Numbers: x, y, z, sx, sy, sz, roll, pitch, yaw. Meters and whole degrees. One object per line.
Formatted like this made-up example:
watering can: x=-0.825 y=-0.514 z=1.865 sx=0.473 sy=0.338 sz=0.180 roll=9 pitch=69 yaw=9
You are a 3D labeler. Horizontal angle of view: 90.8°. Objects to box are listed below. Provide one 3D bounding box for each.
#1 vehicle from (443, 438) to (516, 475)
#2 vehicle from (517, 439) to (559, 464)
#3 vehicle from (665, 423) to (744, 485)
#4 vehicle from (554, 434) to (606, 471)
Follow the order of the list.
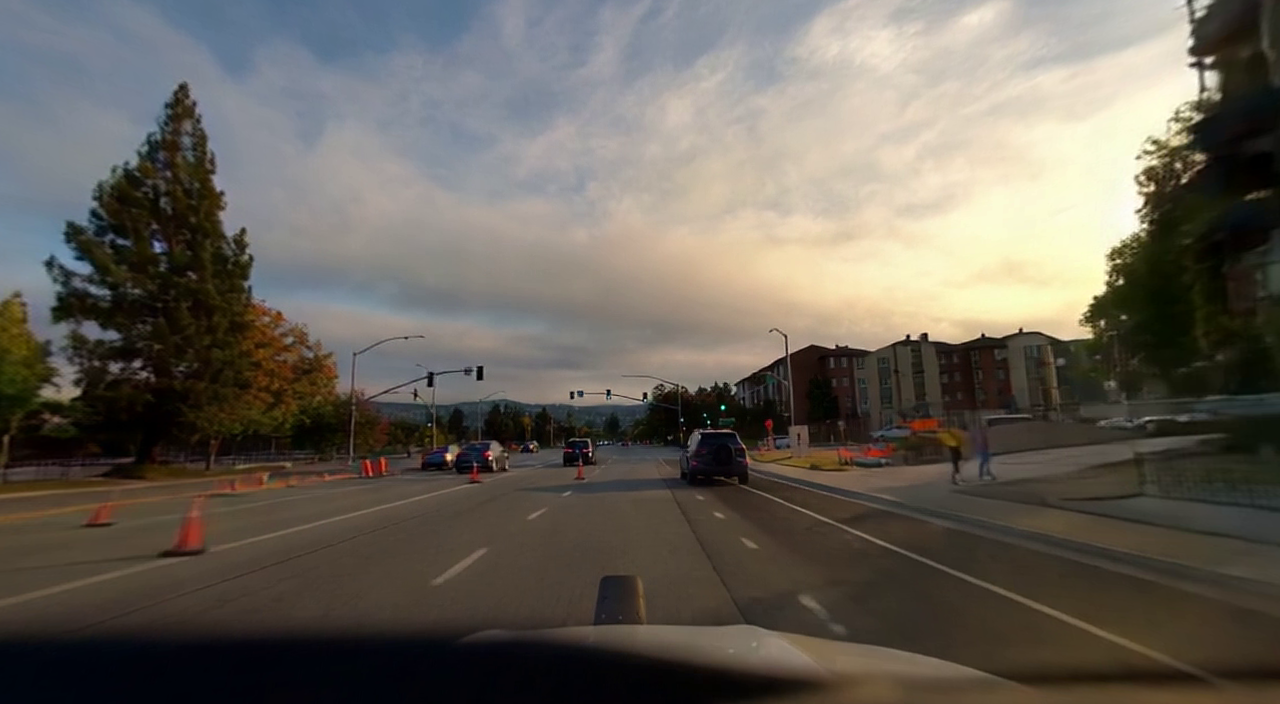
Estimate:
vehicle: x=-7.043 y=4.641 z=28.234 sx=1.928 sy=1.488 sz=4.635 roll=0 pitch=-8 yaw=2
vehicle: x=-6.541 y=6.453 z=41.070 sx=1.993 sy=1.492 sz=3.666 roll=0 pitch=-8 yaw=2
vehicle: x=2.015 y=3.370 z=21.017 sx=2.197 sy=1.835 sz=4.316 roll=0 pitch=-8 yaw=0
vehicle: x=-2.887 y=4.948 z=31.251 sx=2.121 sy=1.654 sz=3.993 roll=0 pitch=-8 yaw=1
